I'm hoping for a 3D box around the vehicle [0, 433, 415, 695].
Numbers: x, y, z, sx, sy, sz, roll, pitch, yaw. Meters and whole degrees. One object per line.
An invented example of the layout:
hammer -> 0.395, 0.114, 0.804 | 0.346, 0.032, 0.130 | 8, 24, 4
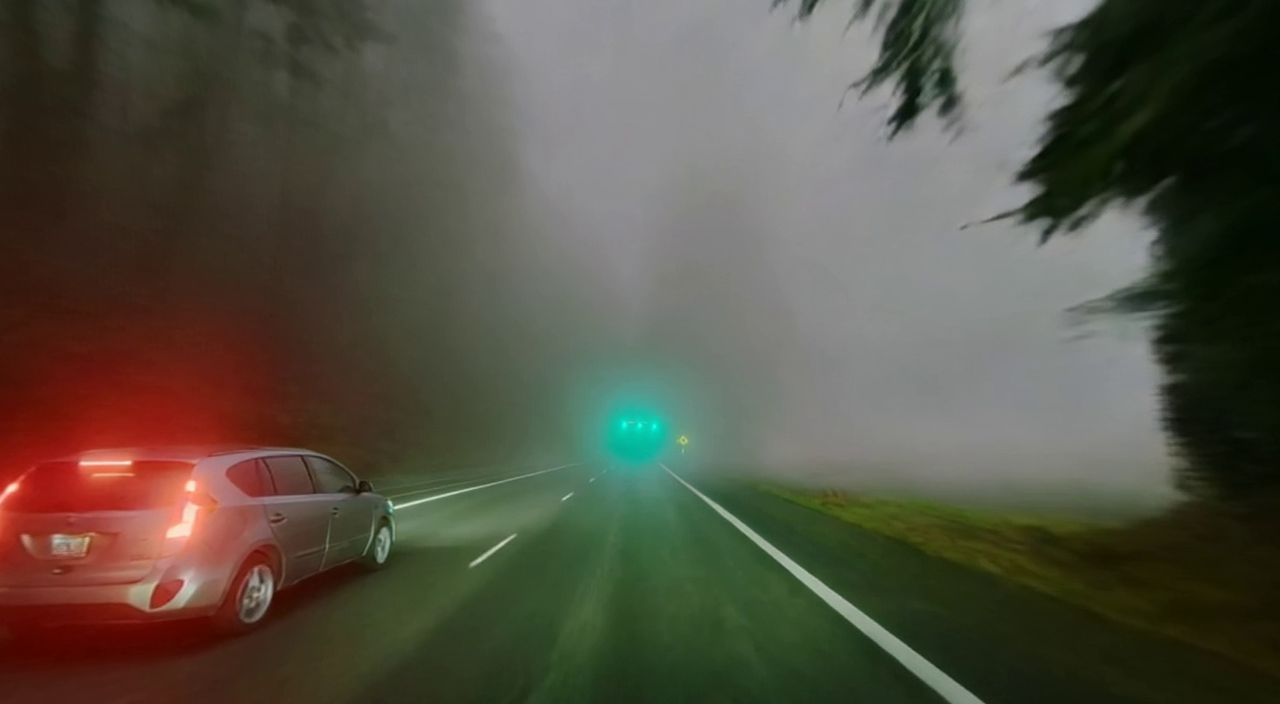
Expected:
vehicle -> -3.779, 1.492, 5.660 | 1.946, 1.437, 4.154 | 0, -8, 1
